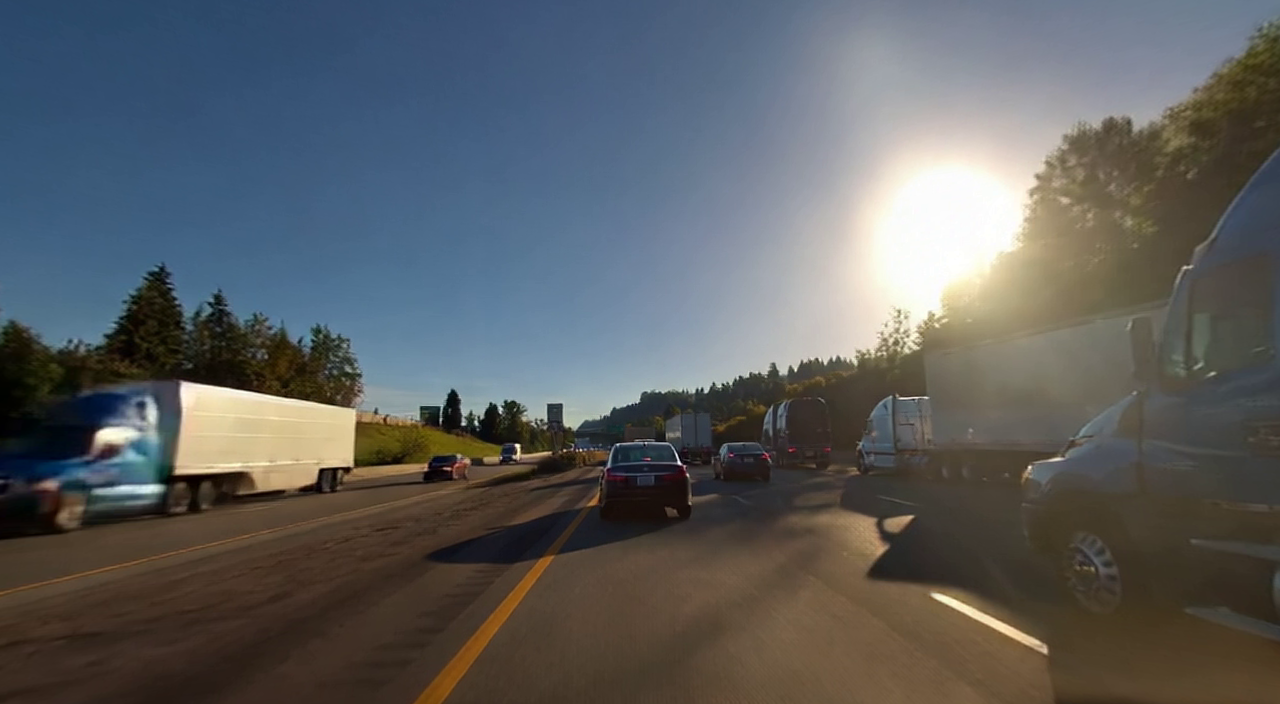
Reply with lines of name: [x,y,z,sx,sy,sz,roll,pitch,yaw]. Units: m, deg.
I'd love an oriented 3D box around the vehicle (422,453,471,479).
vehicle: [-12.341,7.272,40.133,1.917,1.518,3.802,0,-9,0]

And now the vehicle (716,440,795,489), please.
vehicle: [3.840,3.803,21.433,1.859,1.512,3.711,0,-9,-2]

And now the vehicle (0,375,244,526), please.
vehicle: [-15.923,3.052,19.678,3.025,3.994,5.884,0,-9,-1]

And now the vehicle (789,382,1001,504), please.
vehicle: [7.997,3.208,21.887,2.799,3.188,10.578,0,-9,-1]

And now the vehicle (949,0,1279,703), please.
vehicle: [4.209,-0.115,2.263,2.987,3.877,5.881,0,-9,0]

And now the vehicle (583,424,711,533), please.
vehicle: [0.114,2.232,11.490,1.965,1.664,3.428,0,-9,0]
